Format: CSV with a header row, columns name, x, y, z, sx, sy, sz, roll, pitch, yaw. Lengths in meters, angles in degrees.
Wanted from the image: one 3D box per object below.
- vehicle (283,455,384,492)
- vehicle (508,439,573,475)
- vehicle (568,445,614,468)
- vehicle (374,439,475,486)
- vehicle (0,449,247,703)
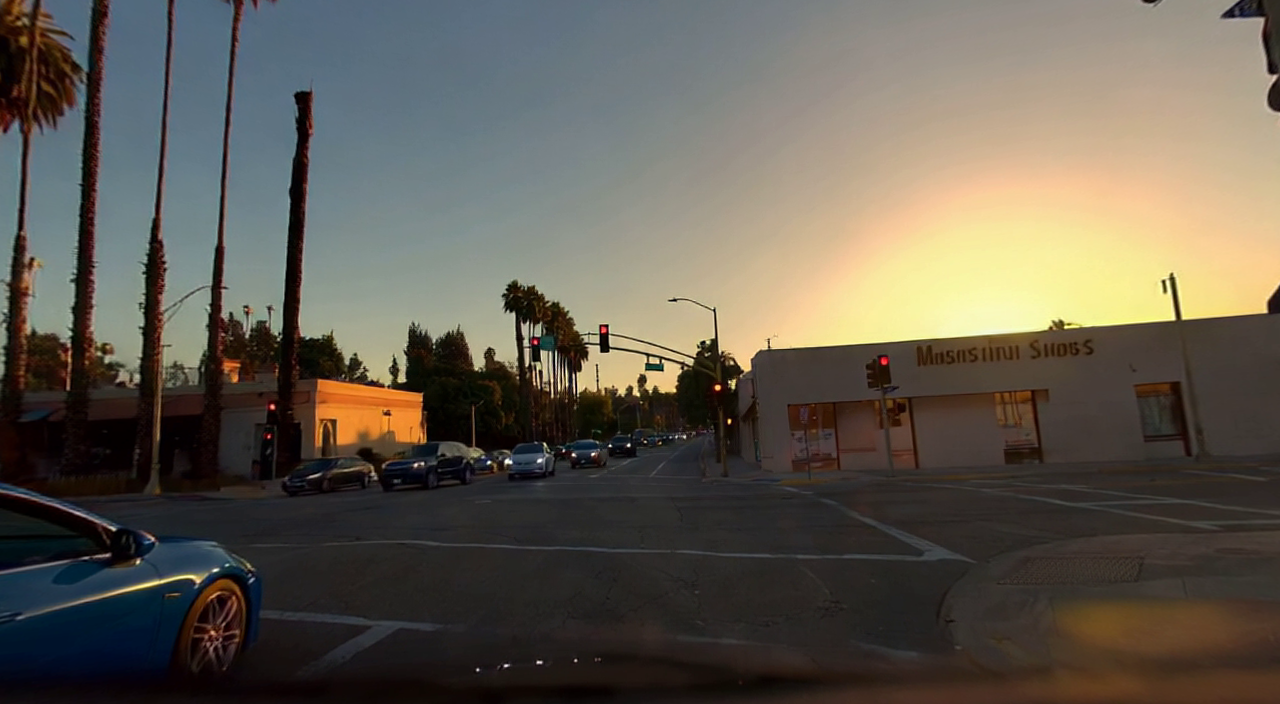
name,x,y,z,sx,sy,sz,roll,pitch,yaw
vehicle,-13.144,5.216,27.471,1.880,1.440,4.418,-1,-9,5
vehicle,-5.069,5.458,32.897,2.092,1.709,4.775,-1,-9,6
vehicle,-3.301,7.185,43.675,1.839,1.468,4.549,-2,-9,13
vehicle,-9.359,4.837,28.031,2.152,1.825,5.406,-1,-9,5
vehicle,-3.707,1.018,2.257,1.850,1.325,4.295,0,-9,0
